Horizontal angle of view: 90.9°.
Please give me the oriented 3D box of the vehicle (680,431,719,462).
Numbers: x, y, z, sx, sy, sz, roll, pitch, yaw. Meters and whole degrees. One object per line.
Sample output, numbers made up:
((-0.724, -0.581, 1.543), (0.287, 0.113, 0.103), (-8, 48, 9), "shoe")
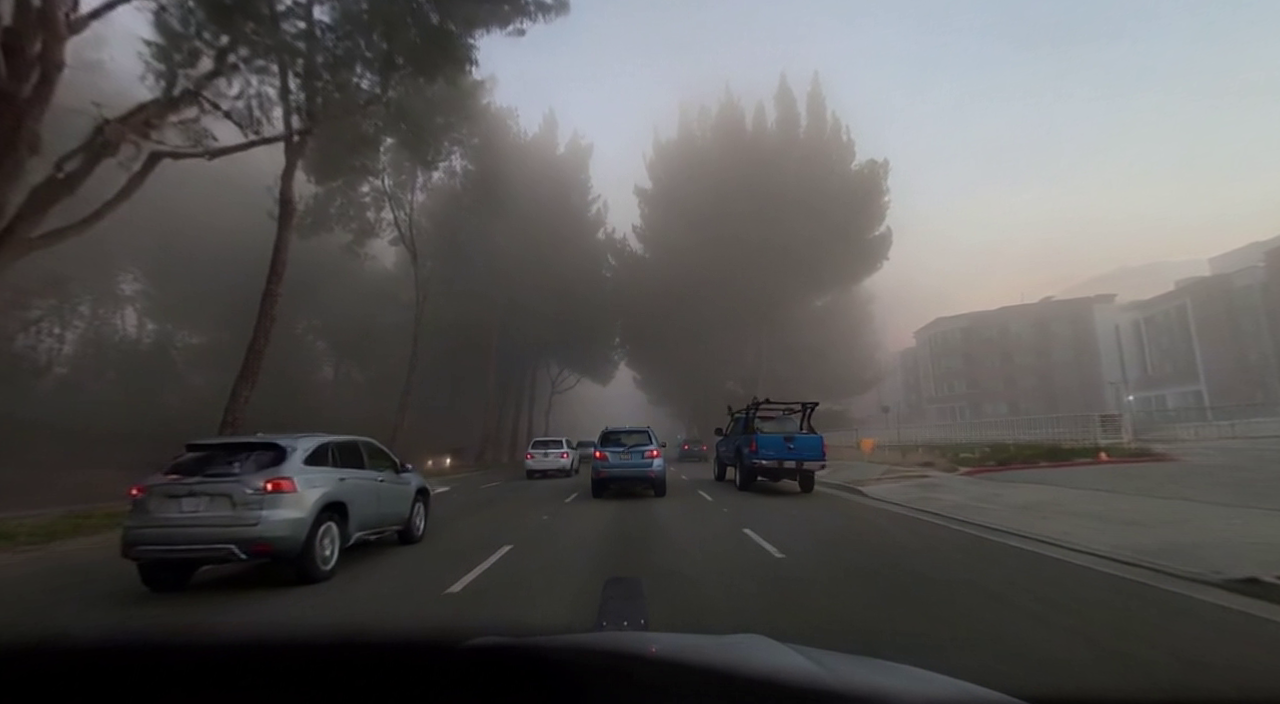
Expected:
((4.002, 6.476, 43.210), (2.183, 1.948, 4.633), (0, -9, -1), "vehicle")

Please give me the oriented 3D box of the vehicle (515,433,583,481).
((-3.302, 3.899, 23.588), (1.894, 1.642, 3.861), (0, -9, 1), "vehicle")

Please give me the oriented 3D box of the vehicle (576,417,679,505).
((-0.225, 2.515, 14.873), (2.075, 1.770, 4.018), (0, -9, 1), "vehicle")

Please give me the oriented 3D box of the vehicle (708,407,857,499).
((3.544, 2.731, 17.317), (2.655, 2.054, 6.098), (0, -9, 0), "vehicle")

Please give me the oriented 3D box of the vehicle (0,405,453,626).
((-3.840, 1.560, 7.058), (1.959, 1.614, 4.676), (0, -9, 1), "vehicle")
